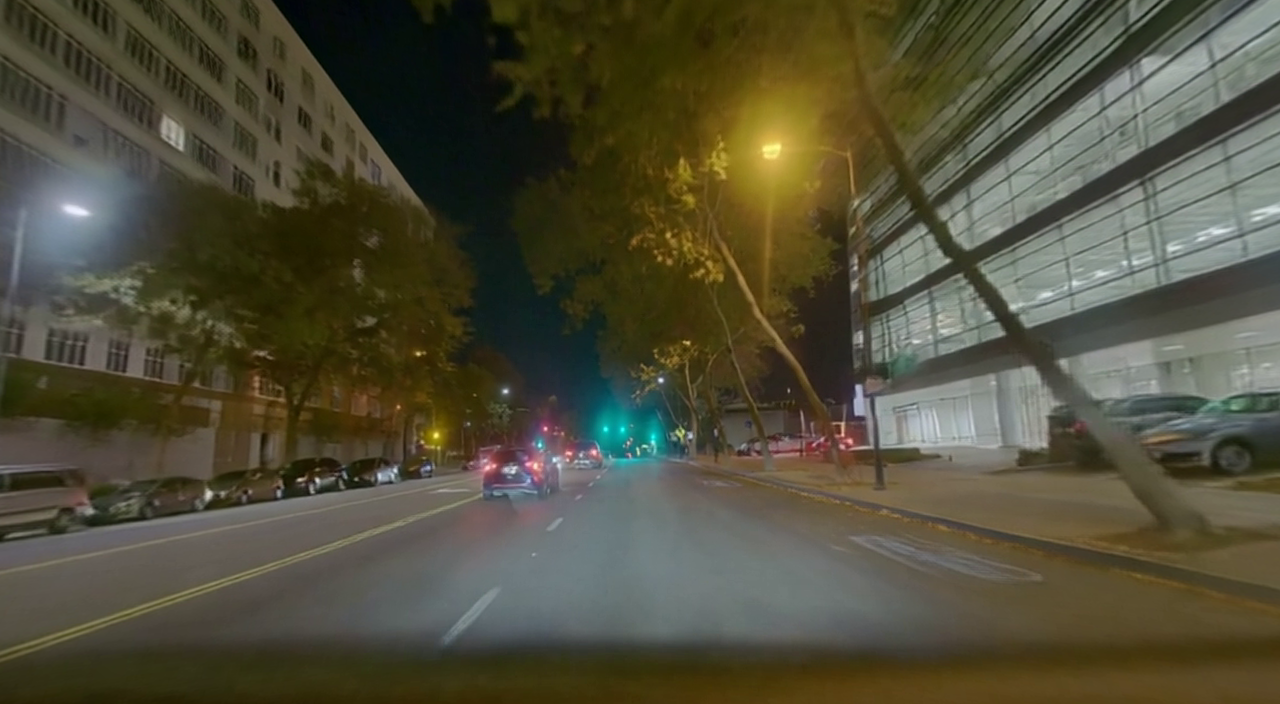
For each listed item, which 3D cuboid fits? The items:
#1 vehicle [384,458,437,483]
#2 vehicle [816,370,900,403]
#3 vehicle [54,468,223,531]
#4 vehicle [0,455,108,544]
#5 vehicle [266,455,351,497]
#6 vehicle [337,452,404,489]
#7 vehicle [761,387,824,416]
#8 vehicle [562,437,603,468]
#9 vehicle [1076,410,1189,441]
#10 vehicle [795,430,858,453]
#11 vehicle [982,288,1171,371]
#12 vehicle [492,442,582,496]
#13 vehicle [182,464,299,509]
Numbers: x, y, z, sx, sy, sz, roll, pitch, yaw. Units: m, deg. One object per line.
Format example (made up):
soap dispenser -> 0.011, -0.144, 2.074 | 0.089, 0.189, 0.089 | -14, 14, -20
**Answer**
vehicle -> -16.084, 8.311, 44.563 | 2.021, 1.438, 4.616 | -3, -8, 0
vehicle -> 11.595, 1.872, 33.795 | 3.827, 1.556, 1.730 | -1, -9, -1
vehicle -> -15.789, 4.615, 20.287 | 1.942, 1.431, 4.553 | -5, -8, -4
vehicle -> -15.654, 3.541, 14.913 | 2.129, 1.967, 4.907 | -4, -9, -4
vehicle -> -16.275, 6.061, 31.330 | 1.897, 1.805, 4.538 | 0, -8, -3
vehicle -> -16.364, 7.175, 38.583 | 2.079, 1.847, 4.592 | -5, -8, -1
vehicle -> 10.839, 3.571, 45.101 | 3.826, 1.601, 1.807 | -5, -8, -6
vehicle -> -3.623, 6.440, 40.746 | 2.190, 1.840, 4.720 | 0, -8, 0
vehicle -> 25.308, 3.822, 32.561 | 4.215, 1.545, 1.897 | 0, -8, 0
vehicle -> 12.343, 5.939, 41.978 | 3.527, 1.496, 1.836 | 0, -7, -4
vehicle -> 12.328, -0.592, 18.080 | 3.932, 1.743, 1.695 | -5, -8, 3
vehicle -> -3.030, 3.527, 19.549 | 2.051, 1.454, 4.132 | 0, -8, 0
vehicle -> -15.989, 5.373, 25.653 | 1.871, 1.485, 4.573 | 0, -8, -2
